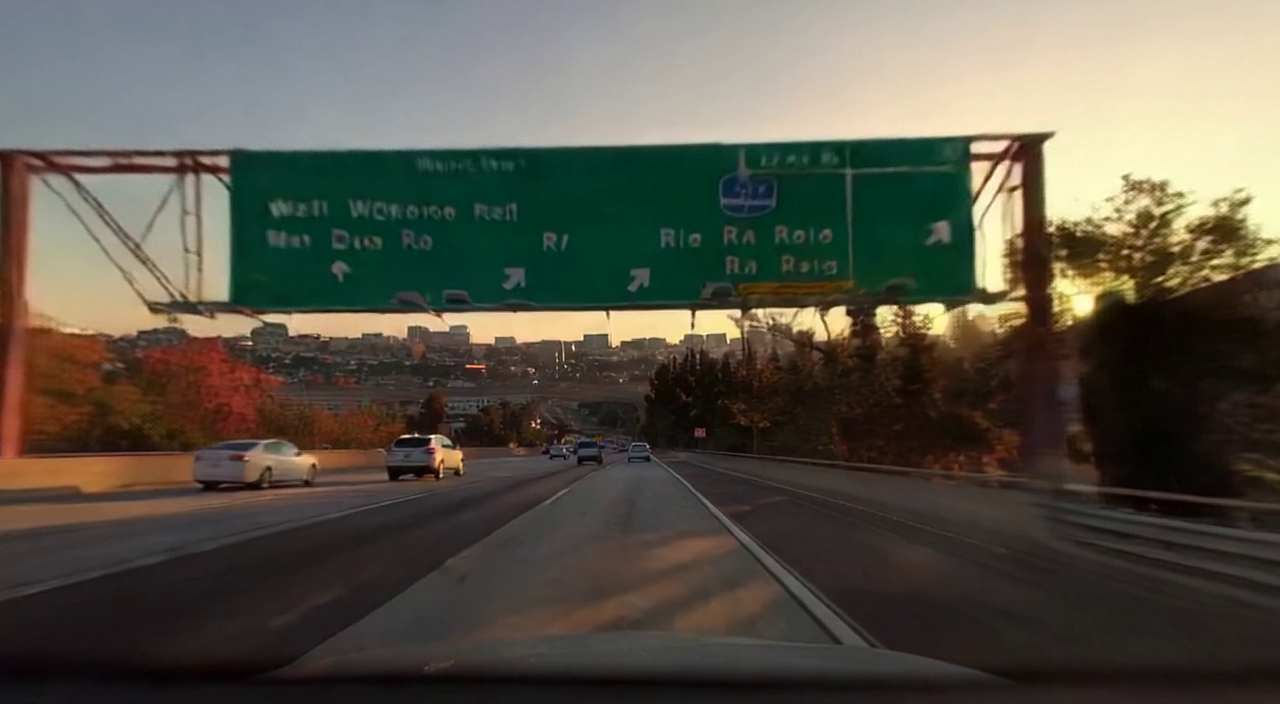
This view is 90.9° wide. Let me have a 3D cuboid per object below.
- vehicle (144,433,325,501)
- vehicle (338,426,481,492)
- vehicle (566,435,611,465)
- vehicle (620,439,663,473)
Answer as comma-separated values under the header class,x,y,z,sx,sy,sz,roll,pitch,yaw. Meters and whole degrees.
class,x,y,z,sx,sy,sz,roll,pitch,yaw
vehicle,-11.591,3.296,18.555,2.187,1.726,4.634,0,-8,1
vehicle,-7.506,3.571,21.490,2.521,1.901,5.988,0,-8,1
vehicle,-3.727,7.235,46.819,2.751,2.050,5.761,0,-8,1
vehicle,0.076,5.553,34.044,2.135,1.697,4.757,0,-8,0
